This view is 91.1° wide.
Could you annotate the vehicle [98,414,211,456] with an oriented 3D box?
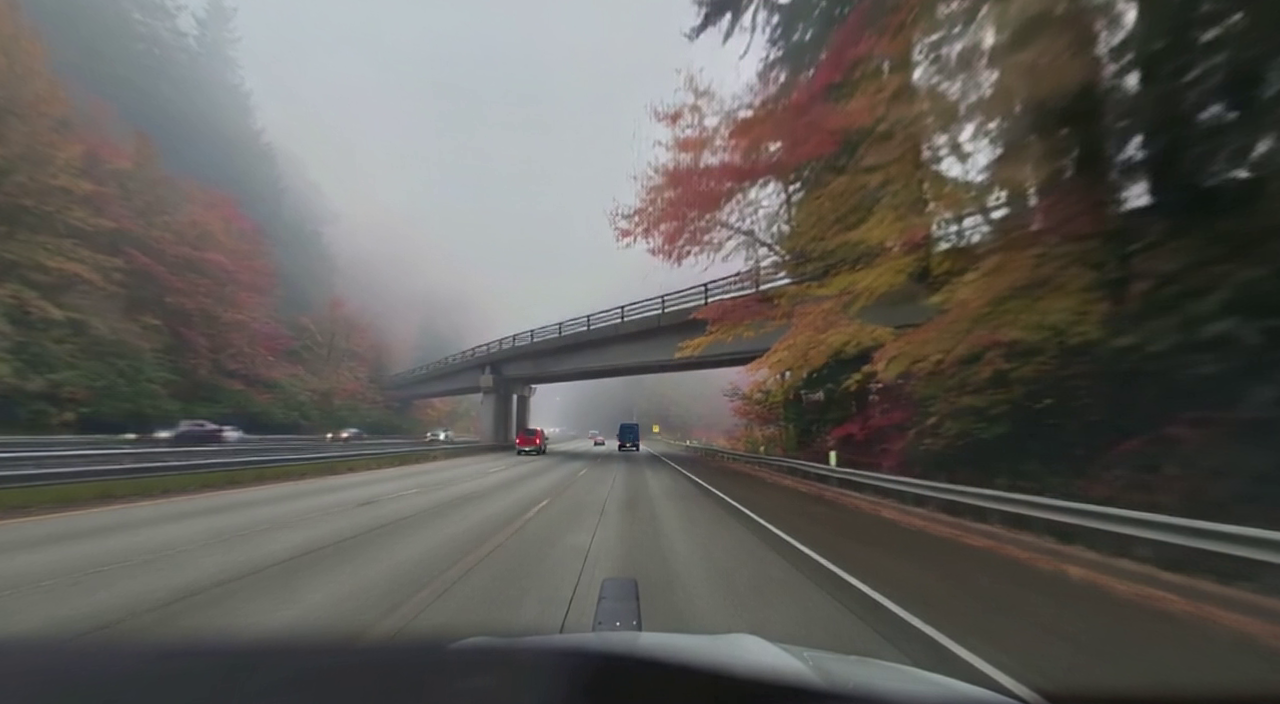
[{"bbox_3d":[-21.169,3.651,27.643,1.782,1.672,3.949,0,-8,-1],"label":"vehicle"}]
